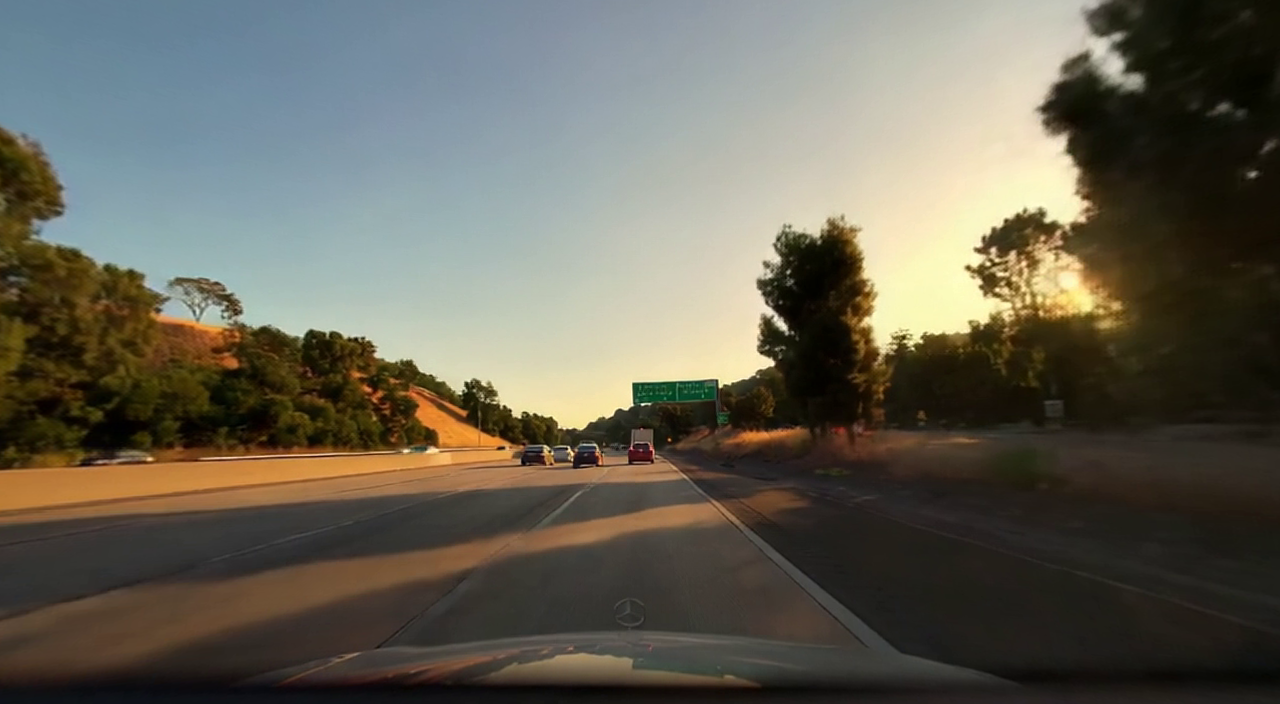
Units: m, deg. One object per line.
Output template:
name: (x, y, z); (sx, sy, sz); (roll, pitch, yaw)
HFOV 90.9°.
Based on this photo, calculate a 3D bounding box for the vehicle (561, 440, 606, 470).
vehicle: (-3.228, 5.993, 36.987); (2.139, 1.589, 5.102); (0, -8, 1)

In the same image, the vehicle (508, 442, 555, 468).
vehicle: (-6.748, 6.433, 39.673); (2.009, 1.519, 4.697); (0, -8, 1)

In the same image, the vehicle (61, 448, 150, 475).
vehicle: (-38.034, 7.779, 45.098); (2.252, 1.816, 4.784); (0, -9, -2)

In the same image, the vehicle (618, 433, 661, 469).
vehicle: (0.005, 5.659, 36.282); (2.309, 1.915, 5.130); (0, -8, 0)
